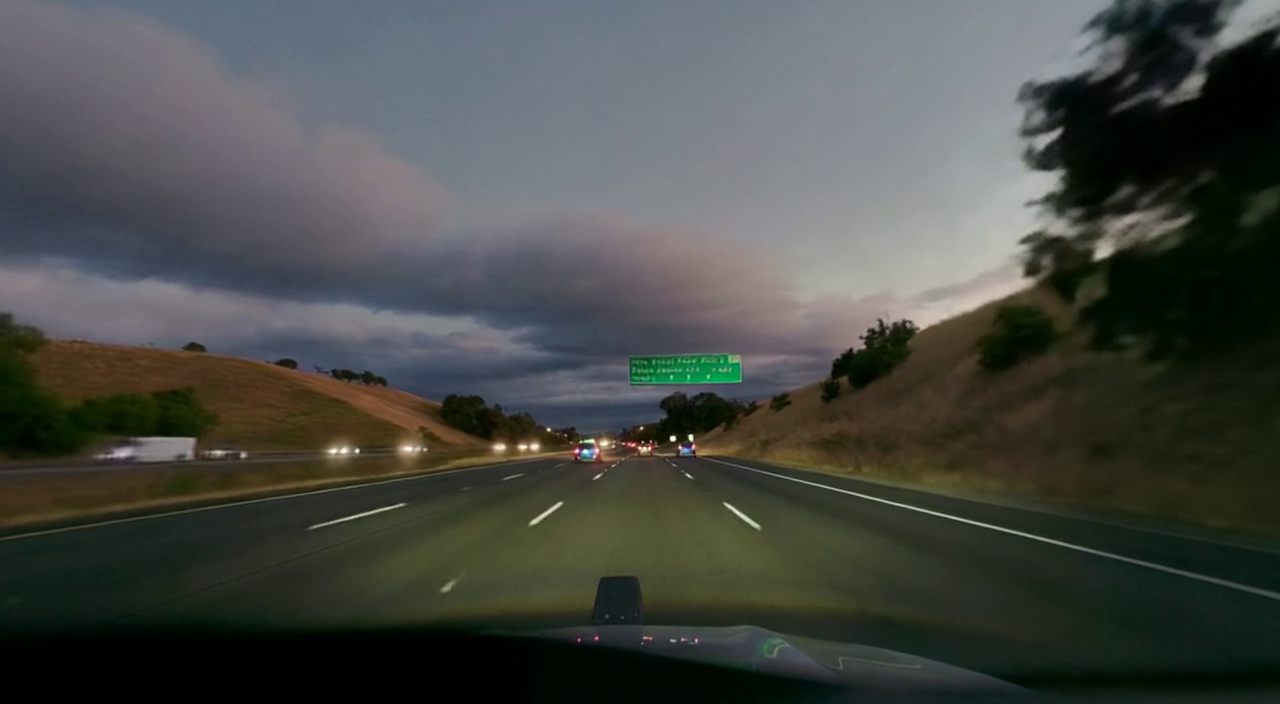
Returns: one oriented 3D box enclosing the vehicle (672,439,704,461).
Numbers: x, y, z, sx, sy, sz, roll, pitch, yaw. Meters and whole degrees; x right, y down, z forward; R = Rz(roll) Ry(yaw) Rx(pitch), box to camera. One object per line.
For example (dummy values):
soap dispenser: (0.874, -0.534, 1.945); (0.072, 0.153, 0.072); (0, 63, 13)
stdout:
vehicle: (3.755, 7.747, 49.966); (2.168, 1.681, 4.279); (0, -8, -1)

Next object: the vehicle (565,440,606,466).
vehicle: (-3.438, 6.524, 40.785); (2.159, 1.562, 4.441); (0, -8, 1)
